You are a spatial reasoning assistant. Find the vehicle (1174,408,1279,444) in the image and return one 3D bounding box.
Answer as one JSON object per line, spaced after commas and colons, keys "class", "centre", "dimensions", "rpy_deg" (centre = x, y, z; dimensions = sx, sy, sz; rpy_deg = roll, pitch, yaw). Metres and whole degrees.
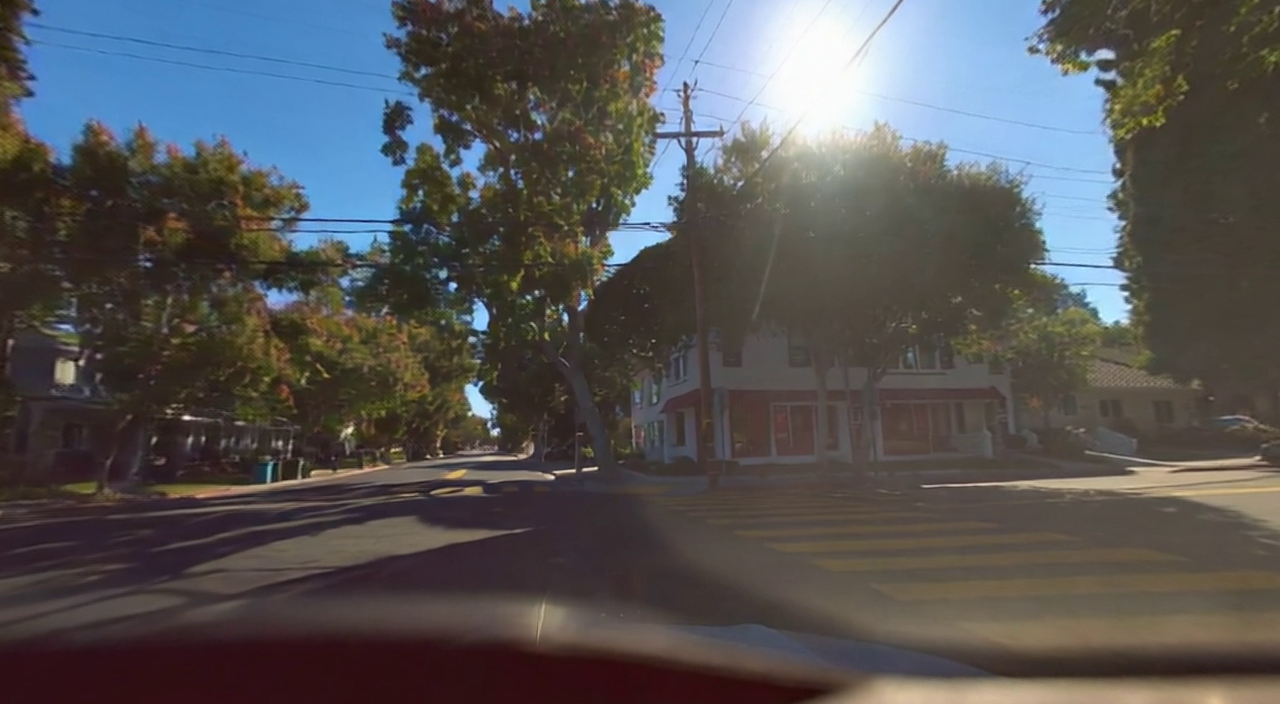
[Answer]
{"class": "vehicle", "centre": [30.967, 3.899, 32.741], "dimensions": [2.033, 1.725, 4.492], "rpy_deg": [3, -9, -16]}
